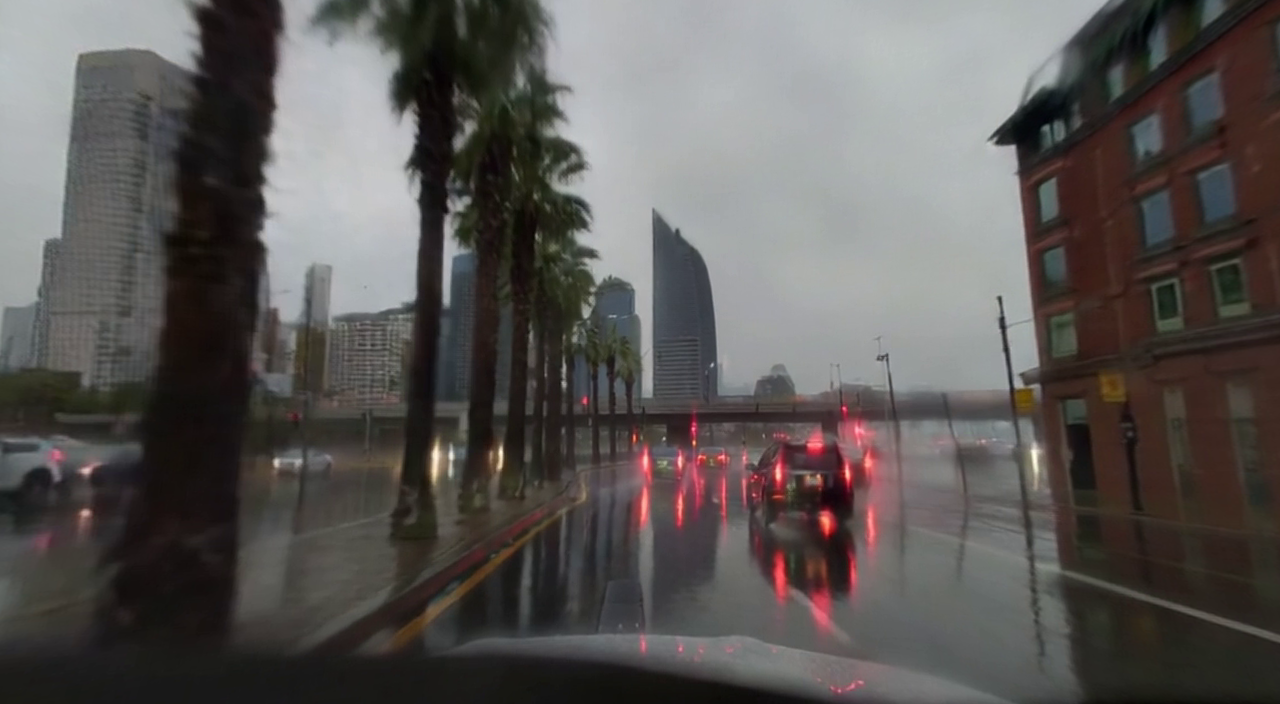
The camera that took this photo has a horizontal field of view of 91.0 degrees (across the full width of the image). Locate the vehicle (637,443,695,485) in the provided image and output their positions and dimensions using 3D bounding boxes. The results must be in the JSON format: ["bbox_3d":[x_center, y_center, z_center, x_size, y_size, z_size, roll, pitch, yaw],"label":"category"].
[{"bbox_3d":[1.115,4.421,25.036,2.077,1.518,3.760,-1,-9,6],"label":"vehicle"}]

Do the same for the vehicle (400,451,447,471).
[{"bbox_3d":[-16.713,8.439,48.859,1.912,1.482,4.495,0,-9,2],"label":"vehicle"}]

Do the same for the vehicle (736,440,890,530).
[{"bbox_3d":[3.323,2.643,13.226,2.051,1.509,4.933,0,-9,3],"label":"vehicle"}]

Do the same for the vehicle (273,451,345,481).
[{"bbox_3d":[-19.226,6.597,36.769,1.850,1.590,4.201,0,-9,1],"label":"vehicle"}]

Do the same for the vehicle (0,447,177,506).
[{"bbox_3d":[-19.057,4.255,22.019,2.028,1.808,4.868,0,-9,-2],"label":"vehicle"}]
